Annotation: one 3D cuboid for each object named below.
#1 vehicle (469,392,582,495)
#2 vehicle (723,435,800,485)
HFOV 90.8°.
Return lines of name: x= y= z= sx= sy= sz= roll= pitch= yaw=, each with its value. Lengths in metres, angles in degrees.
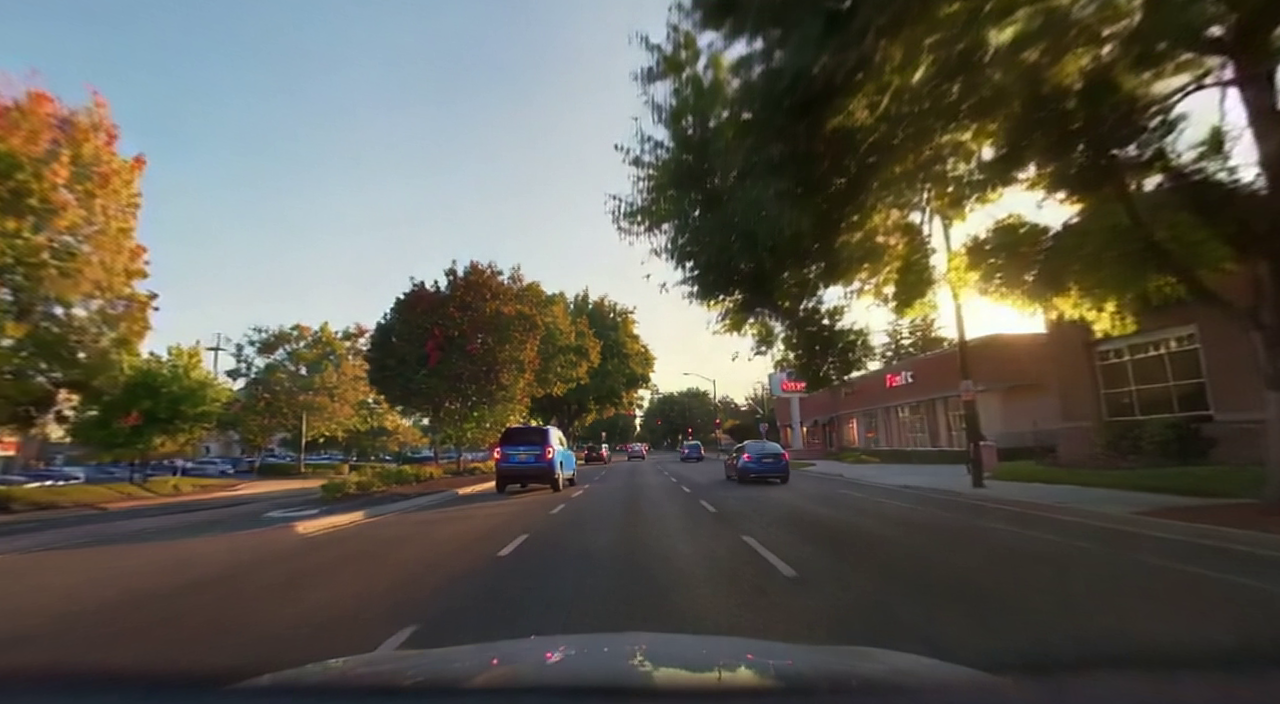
vehicle: x=-3.403 y=2.946 z=20.227 sx=2.443 sy=2.784 sz=5.862 roll=0 pitch=-9 yaw=1
vehicle: x=4.307 y=3.886 z=23.027 sx=1.869 sy=1.646 sz=4.166 roll=0 pitch=-9 yaw=-2
